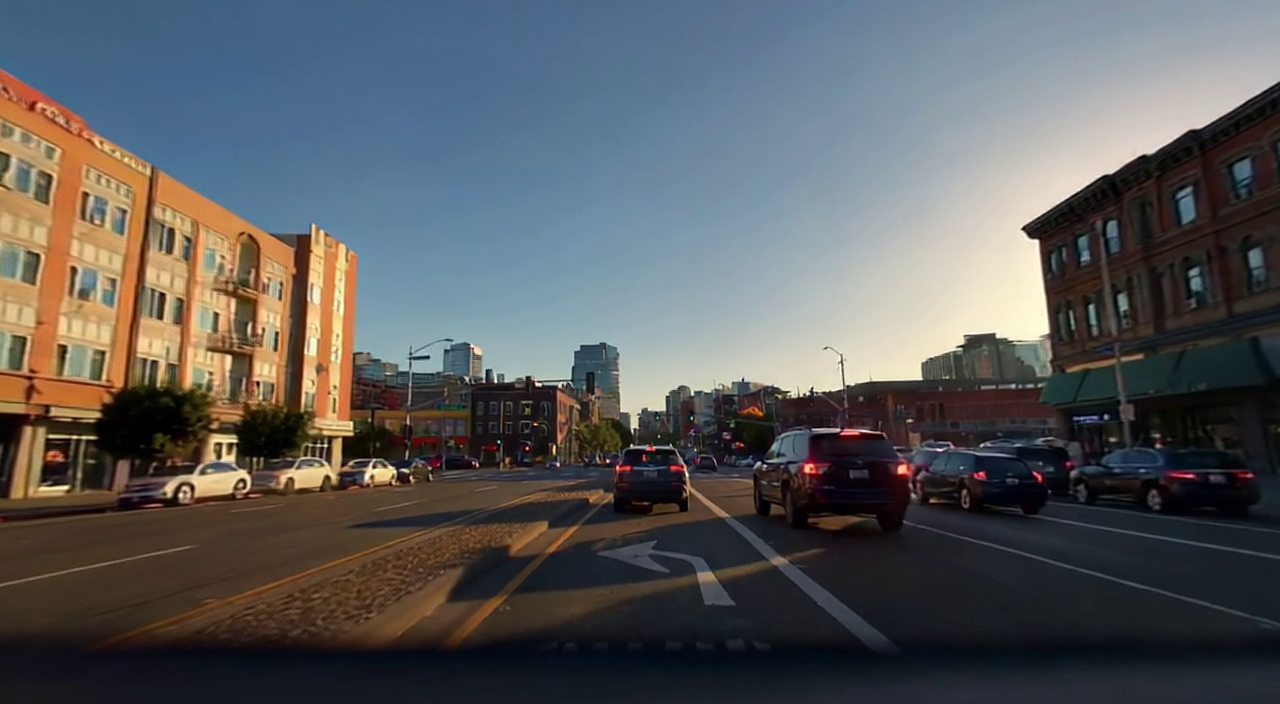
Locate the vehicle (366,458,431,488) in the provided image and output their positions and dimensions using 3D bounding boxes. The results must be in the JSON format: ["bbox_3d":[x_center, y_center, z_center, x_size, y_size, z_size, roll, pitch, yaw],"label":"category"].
[{"bbox_3d":[-14.980,7.499,39.477,2.096,1.416,4.885,0,-6,1],"label":"vehicle"}]

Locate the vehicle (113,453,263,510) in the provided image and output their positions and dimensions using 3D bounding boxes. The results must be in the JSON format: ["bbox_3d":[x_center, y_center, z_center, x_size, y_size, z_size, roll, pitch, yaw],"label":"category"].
[{"bbox_3d":[-15.253,4.347,21.667,1.698,1.466,4.713,0,-6,0],"label":"vehicle"}]

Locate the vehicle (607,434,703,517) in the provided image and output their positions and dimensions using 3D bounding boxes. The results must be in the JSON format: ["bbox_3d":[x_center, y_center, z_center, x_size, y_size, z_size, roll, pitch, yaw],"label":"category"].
[{"bbox_3d":[0.344,3.152,16.679,2.157,1.863,4.665,0,-9,0],"label":"vehicle"}]

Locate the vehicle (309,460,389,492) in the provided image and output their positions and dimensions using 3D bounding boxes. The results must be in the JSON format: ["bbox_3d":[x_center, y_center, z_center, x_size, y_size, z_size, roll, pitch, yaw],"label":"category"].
[{"bbox_3d":[-15.035,6.426,32.936,1.792,1.429,5.161,0,-9,-1],"label":"vehicle"}]

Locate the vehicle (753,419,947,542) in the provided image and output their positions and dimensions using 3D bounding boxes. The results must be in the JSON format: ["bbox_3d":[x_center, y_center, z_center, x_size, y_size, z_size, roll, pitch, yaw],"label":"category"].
[{"bbox_3d":[3.782,2.422,12.605,2.115,1.932,5.189,0,-9,0],"label":"vehicle"}]

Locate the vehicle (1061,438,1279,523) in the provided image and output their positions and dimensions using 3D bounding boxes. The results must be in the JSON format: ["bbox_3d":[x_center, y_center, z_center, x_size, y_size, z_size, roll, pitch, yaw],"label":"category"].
[{"bbox_3d":[14.025,3.361,16.669,2.151,1.833,5.323,-1,-11,2],"label":"vehicle"}]

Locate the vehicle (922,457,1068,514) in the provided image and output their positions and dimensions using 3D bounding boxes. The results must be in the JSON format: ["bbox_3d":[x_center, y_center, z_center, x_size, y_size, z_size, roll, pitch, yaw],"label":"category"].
[{"bbox_3d":[10.514,3.944,19.160,1.863,1.426,4.494,0,-9,1],"label":"vehicle"}]

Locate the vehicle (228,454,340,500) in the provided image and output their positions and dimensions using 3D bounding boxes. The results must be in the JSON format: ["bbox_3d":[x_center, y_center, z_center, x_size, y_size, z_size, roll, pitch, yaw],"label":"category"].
[{"bbox_3d":[-15.157,5.310,27.297,1.825,1.685,5.220,0,-9,-1],"label":"vehicle"}]
